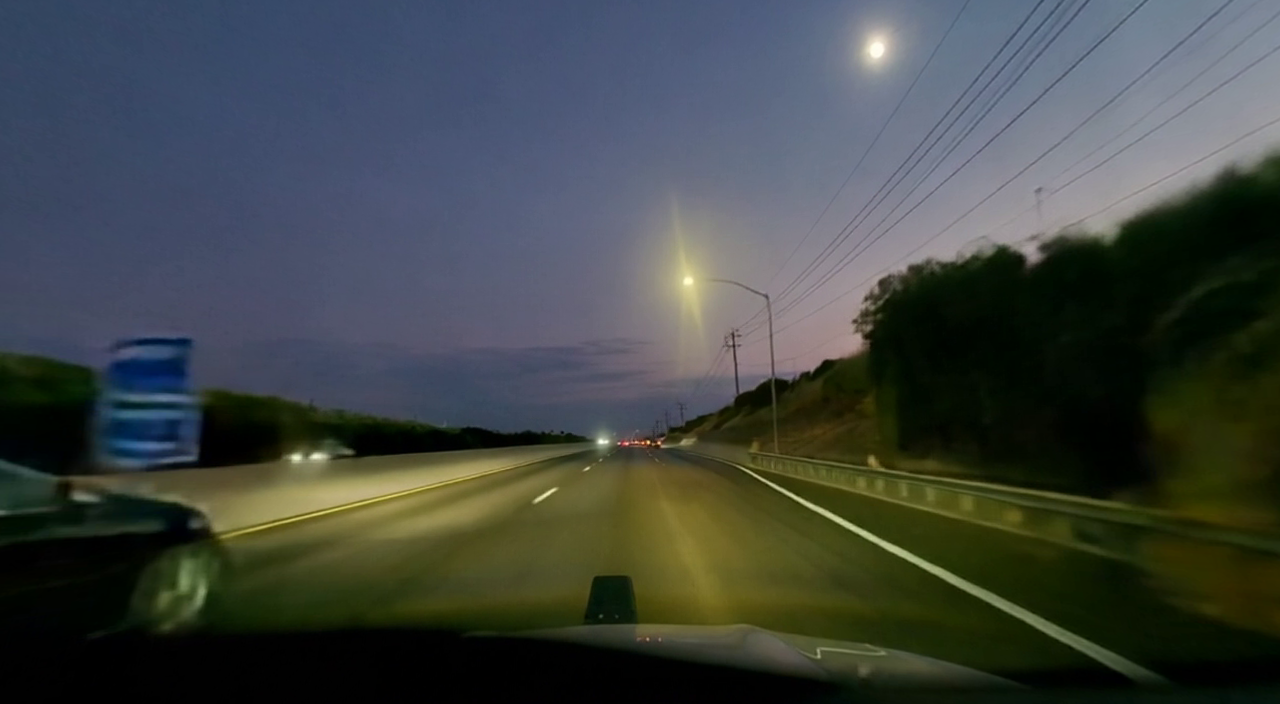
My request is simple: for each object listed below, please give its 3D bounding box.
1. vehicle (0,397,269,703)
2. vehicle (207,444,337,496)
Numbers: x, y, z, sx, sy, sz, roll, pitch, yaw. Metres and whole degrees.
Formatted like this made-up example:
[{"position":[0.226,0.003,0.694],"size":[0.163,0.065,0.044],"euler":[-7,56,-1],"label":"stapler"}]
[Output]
[{"position":[-3.809,0.910,2.246],"size":[2.016,1.543,4.870],"euler":[0,-8,0],"label":"vehicle"},{"position":[-11.773,3.750,20.503],"size":[1.755,1.466,4.208],"euler":[0,-8,-1],"label":"vehicle"}]
